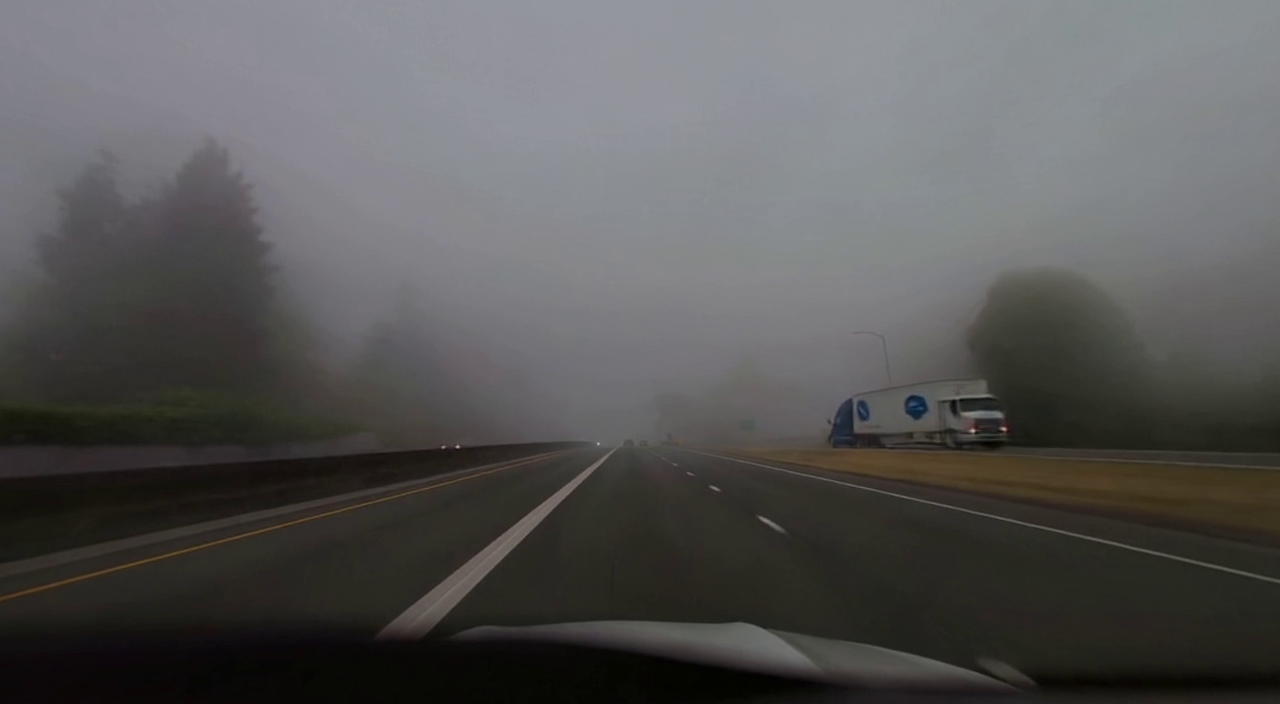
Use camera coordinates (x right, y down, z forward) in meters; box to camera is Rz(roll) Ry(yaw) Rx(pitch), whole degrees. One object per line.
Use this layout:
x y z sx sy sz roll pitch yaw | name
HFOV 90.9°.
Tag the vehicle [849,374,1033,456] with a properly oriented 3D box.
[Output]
17.831 4.166 39.418 3.442 4.212 13.752 1 -8 -7 | vehicle
